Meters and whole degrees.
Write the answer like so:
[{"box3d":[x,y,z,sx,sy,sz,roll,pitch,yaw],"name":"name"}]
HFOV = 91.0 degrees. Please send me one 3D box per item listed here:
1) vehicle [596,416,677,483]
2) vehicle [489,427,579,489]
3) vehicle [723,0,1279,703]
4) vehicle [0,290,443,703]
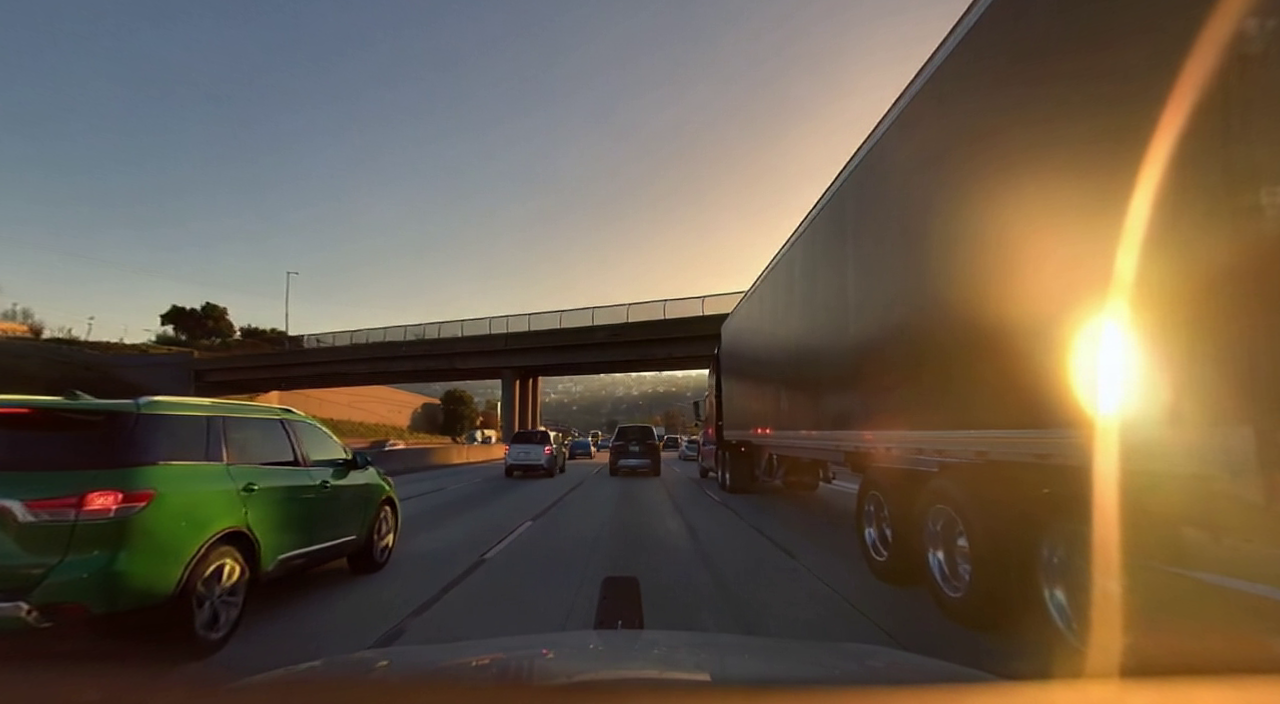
[{"box3d":[-0.136,3.668,23.958,2.704,2.216,5.804,0,-8,0],"name":"vehicle"},{"box3d":[-3.335,3.463,20.879,2.120,1.812,4.659,0,-8,1],"name":"vehicle"},{"box3d":[3.603,0.285,7.511,2.852,4.121,16.210,0,-8,-1],"name":"vehicle"},{"box3d":[-3.256,1.031,4.325,2.193,1.803,4.958,0,-8,0],"name":"vehicle"}]
